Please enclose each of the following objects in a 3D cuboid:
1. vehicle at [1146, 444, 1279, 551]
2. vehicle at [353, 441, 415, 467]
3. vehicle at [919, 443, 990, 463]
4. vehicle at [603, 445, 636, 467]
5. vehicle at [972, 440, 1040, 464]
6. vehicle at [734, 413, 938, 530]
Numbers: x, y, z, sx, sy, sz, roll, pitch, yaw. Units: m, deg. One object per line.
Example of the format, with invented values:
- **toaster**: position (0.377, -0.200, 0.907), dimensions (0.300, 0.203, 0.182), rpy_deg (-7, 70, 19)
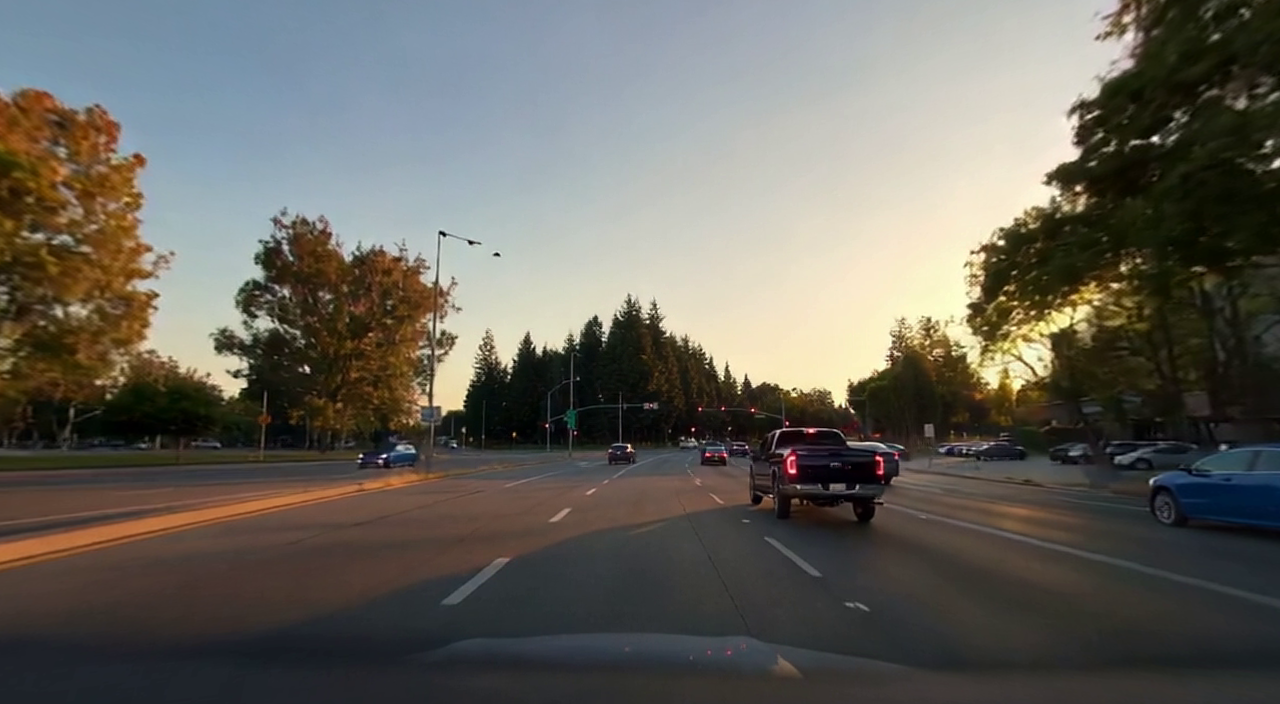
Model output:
- **vehicle**: position (10.113, 2.098, 9.065), dimensions (1.963, 1.513, 4.600), rpy_deg (0, -9, 2)
- **vehicle**: position (-16.824, 6.741, 41.691), dimensions (1.893, 1.593, 4.575), rpy_deg (-1, -9, 4)
- **vehicle**: position (24.768, 7.923, 49.638), dimensions (4.711, 1.460, 2.149), rpy_deg (2, -9, -16)
- **vehicle**: position (-1.474, 7.654, 46.636), dimensions (1.958, 1.542, 4.175), rpy_deg (-1, -9, 5)
- **vehicle**: position (25.977, 7.081, 44.741), dimensions (3.945, 1.618, 1.919), rpy_deg (3, -9, -18)
- **vehicle**: position (3.463, 2.285, 12.678), dimensions (2.333, 1.777, 5.713), rpy_deg (0, -9, 1)
